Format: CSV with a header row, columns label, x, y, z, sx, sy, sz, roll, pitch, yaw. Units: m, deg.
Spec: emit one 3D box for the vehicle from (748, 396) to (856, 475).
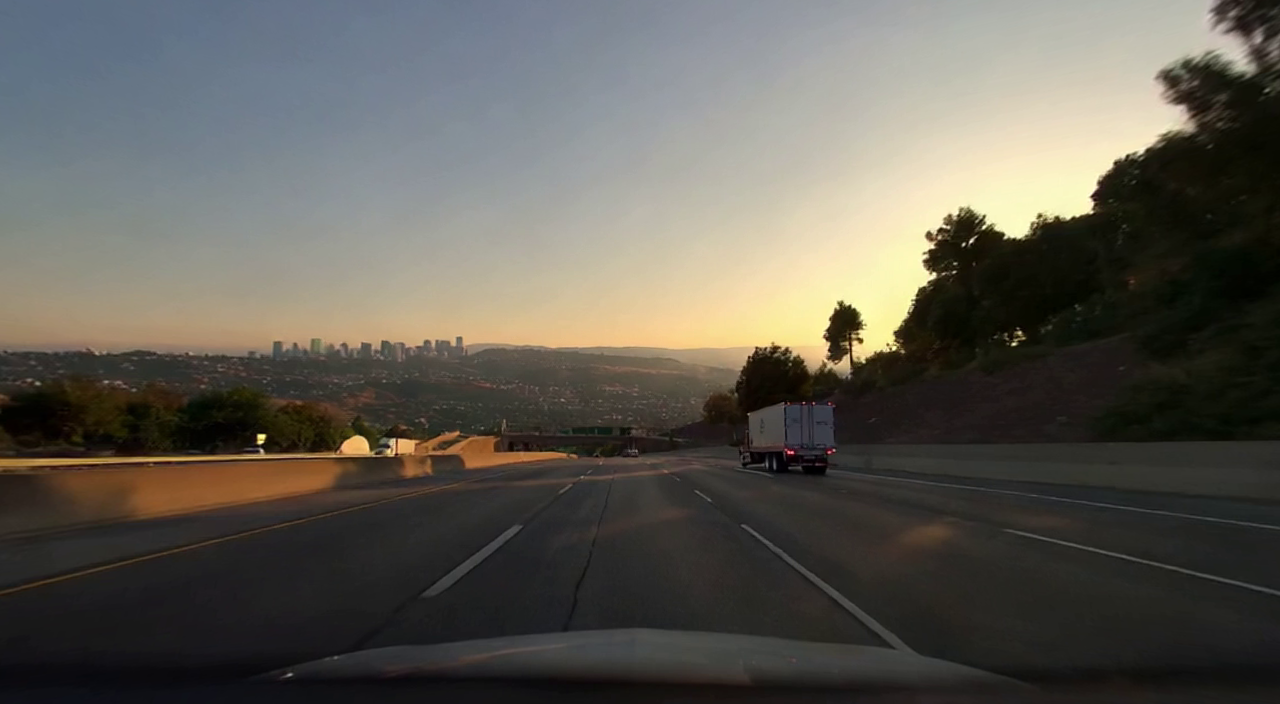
label,x,y,z,sx,sy,sz,roll,pitch,yaw
vehicle,6.847,3.787,27.965,2.627,3.011,7.287,0,-9,-1
